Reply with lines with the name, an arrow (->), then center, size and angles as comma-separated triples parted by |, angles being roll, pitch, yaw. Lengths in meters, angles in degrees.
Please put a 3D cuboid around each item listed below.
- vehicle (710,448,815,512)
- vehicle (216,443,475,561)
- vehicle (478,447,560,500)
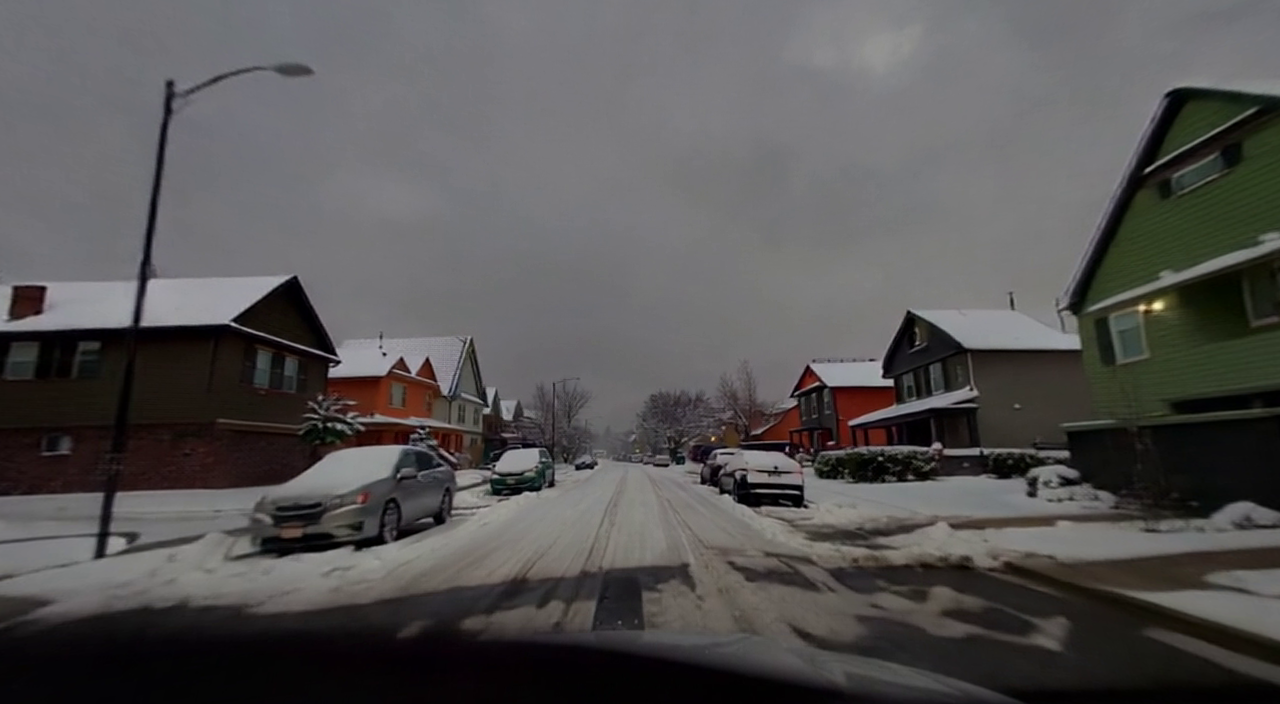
vehicle -> 3.143, 3.355, 17.095 | 1.888, 1.484, 4.476 | 0, -9, -1
vehicle -> -4.445, 2.311, 10.709 | 2.020, 1.470, 5.300 | 0, -9, -2
vehicle -> -4.150, 4.222, 22.385 | 2.089, 1.508, 4.537 | 2, -7, -1
